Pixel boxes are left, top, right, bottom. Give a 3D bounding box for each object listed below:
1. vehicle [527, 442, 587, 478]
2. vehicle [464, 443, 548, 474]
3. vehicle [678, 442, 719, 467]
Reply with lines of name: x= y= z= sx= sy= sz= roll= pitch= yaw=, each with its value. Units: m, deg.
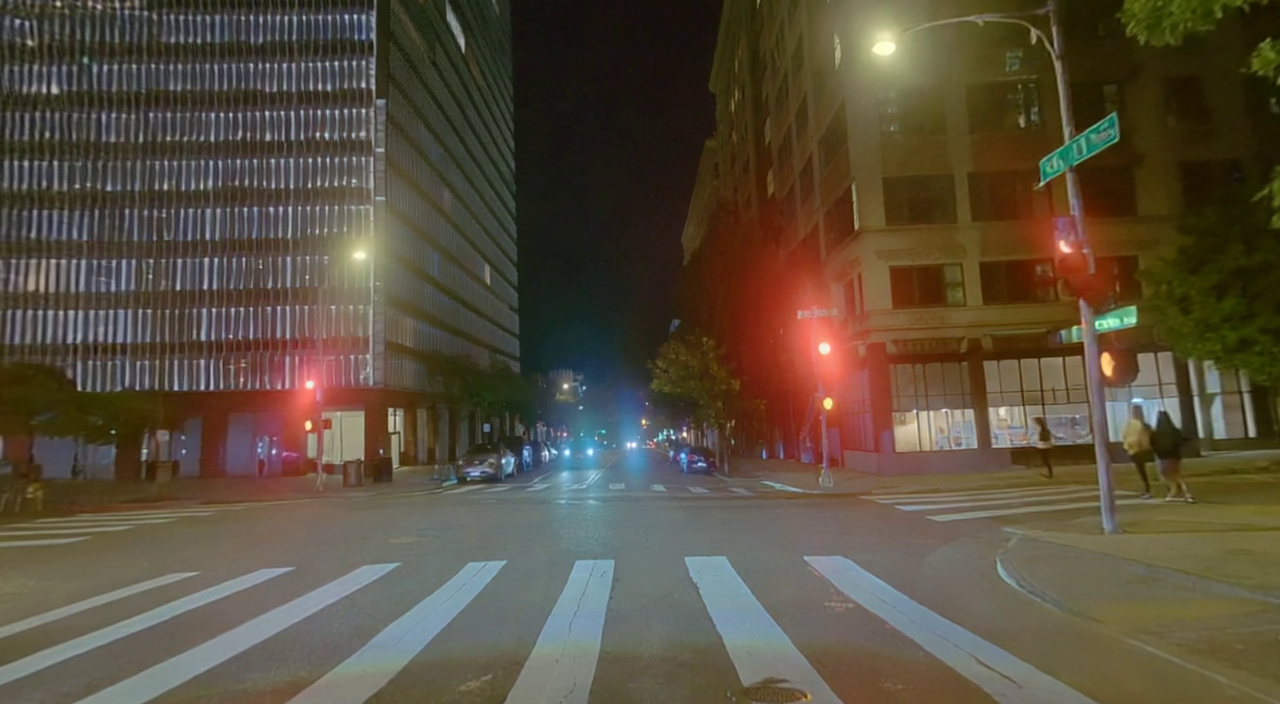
vehicle: x=-3.668 y=4.846 z=28.631 sx=1.989 sy=1.481 sz=4.500 roll=0 pitch=-8 yaw=1
vehicle: x=-8.014 y=6.361 z=38.026 sx=4.526 sy=1.726 sz=1.963 roll=8 pitch=-12 yaw=-44
vehicle: x=3.541 y=6.276 z=38.860 sx=1.853 sy=1.426 sz=4.160 roll=1 pitch=-8 yaw=-3
